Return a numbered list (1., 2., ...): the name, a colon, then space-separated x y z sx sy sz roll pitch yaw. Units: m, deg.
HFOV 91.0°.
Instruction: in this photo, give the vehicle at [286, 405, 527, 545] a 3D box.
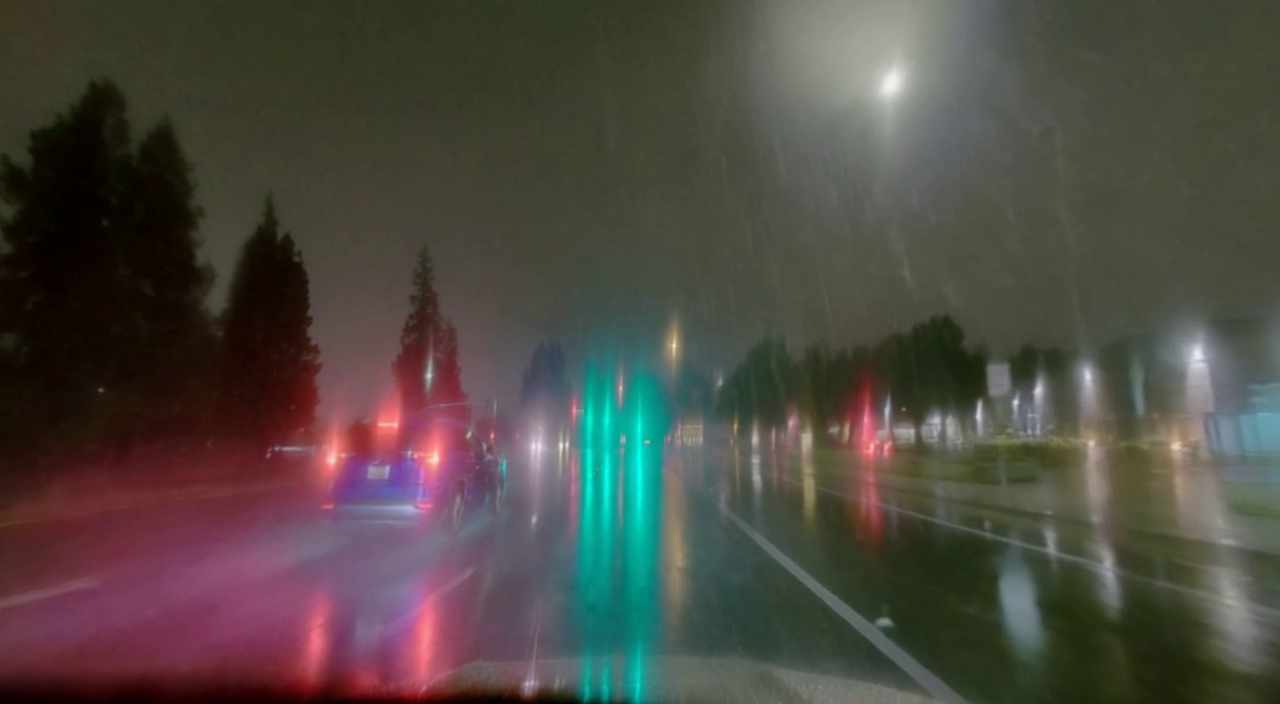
1. vehicle: -3.293 1.838 10.075 2.033 1.713 4.503 0 -8 1
